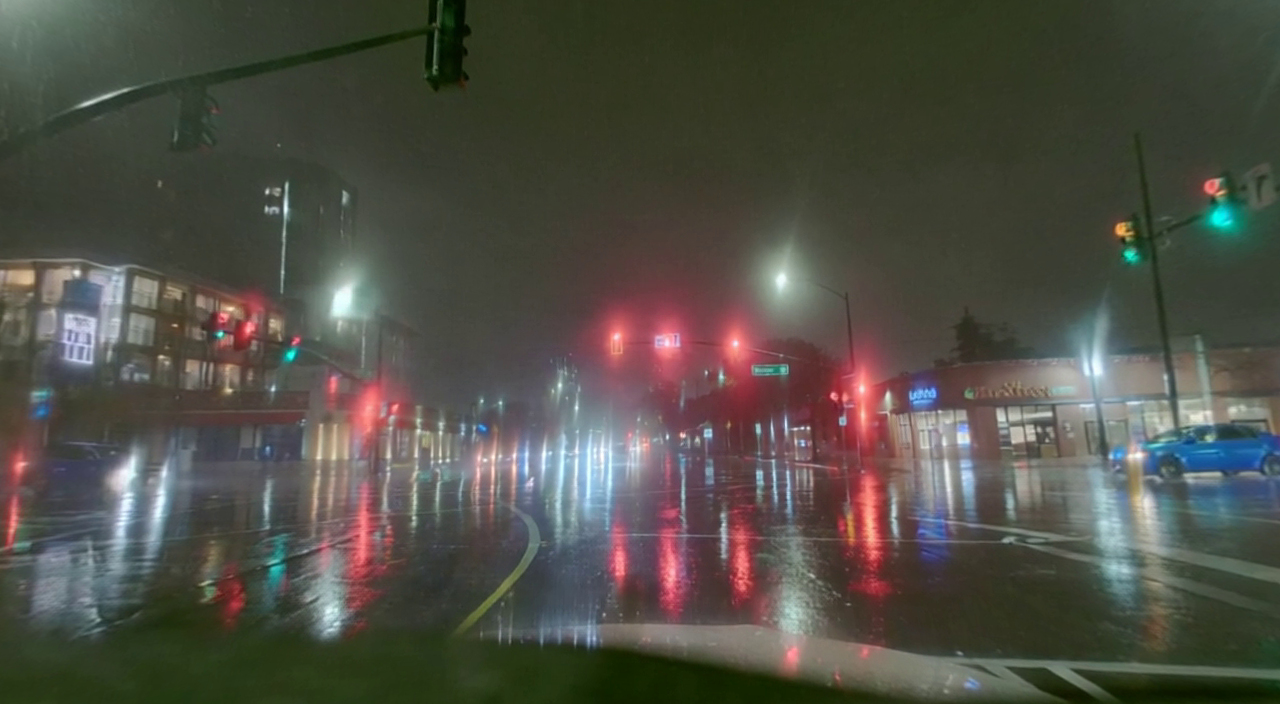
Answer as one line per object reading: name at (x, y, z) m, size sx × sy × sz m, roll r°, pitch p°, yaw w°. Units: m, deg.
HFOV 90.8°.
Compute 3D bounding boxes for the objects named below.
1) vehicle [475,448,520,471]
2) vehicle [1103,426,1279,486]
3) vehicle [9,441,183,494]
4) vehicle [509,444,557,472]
vehicle at (-9.850, 7.446, 44.035) m, size 2.106 × 1.505 × 4.228 m, roll 0°, pitch -8°, yaw 0°
vehicle at (15.418, 2.740, 16.698) m, size 4.651 × 1.463 × 1.880 m, roll -2°, pitch -9°, yaw 8°
vehicle at (-21.160, 4.473, 24.698) m, size 5.161 × 1.910 × 2.275 m, roll -2°, pitch -9°, yaw 11°
vehicle at (-6.808, 6.774, 40.665) m, size 2.181 × 1.703 × 4.512 m, roll -1°, pitch -8°, yaw 2°
